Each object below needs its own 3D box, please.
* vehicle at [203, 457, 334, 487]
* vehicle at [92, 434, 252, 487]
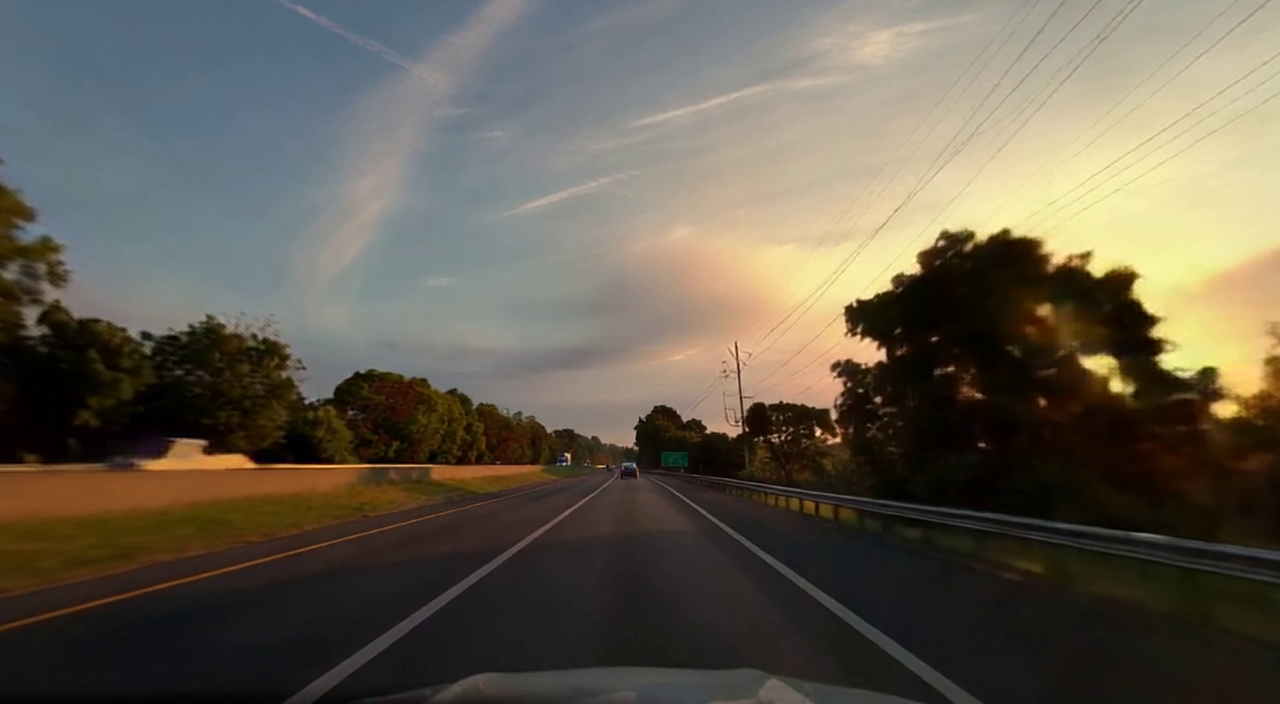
[{"bbox_3d":[-16.853,5.528,29.082,2.523,1.205,5.799,1,-10,0],"label":"vehicle"},{"bbox_3d":[-16.760,3.987,22.984,2.090,1.672,4.796,1,-10,0],"label":"vehicle"}]
